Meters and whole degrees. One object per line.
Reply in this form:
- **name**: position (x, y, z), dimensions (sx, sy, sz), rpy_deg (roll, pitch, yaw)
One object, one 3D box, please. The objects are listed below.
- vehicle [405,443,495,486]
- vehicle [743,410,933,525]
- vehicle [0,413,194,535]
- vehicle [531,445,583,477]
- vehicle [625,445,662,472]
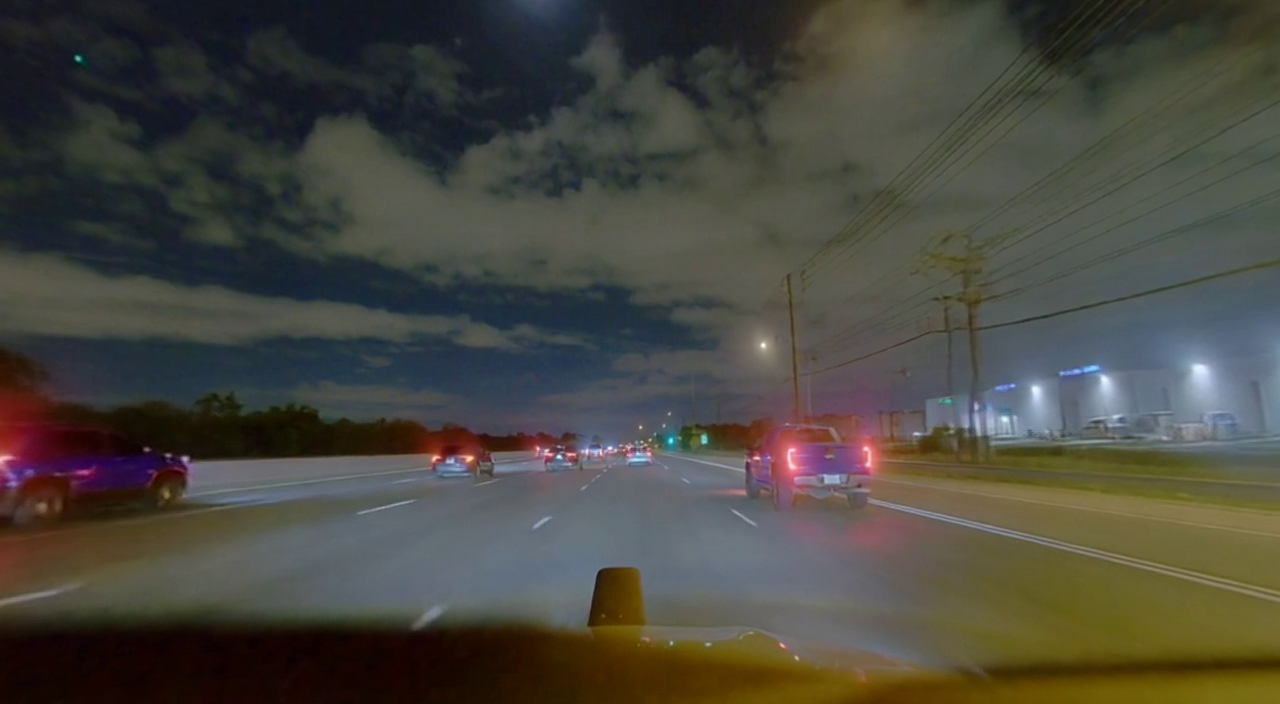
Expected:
- **vehicle**: position (-7.154, 4.263, 24.331), dimensions (1.959, 1.496, 4.740), rpy_deg (0, -9, 0)
- **vehicle**: position (3.750, 2.319, 13.255), dimensions (2.231, 1.919, 5.086), rpy_deg (0, -9, -1)
- **vehicle**: position (-11.121, 2.079, 11.030), dimensions (2.317, 1.881, 5.903), rpy_deg (0, -9, 0)
- **vehicle**: position (-3.913, 5.210, 30.451), dimensions (1.938, 1.444, 4.206), rpy_deg (0, -9, 0)
- **vehicle**: position (0.178, 6.139, 36.669), dimensions (2.030, 1.471, 4.115), rpy_deg (0, -9, 0)
